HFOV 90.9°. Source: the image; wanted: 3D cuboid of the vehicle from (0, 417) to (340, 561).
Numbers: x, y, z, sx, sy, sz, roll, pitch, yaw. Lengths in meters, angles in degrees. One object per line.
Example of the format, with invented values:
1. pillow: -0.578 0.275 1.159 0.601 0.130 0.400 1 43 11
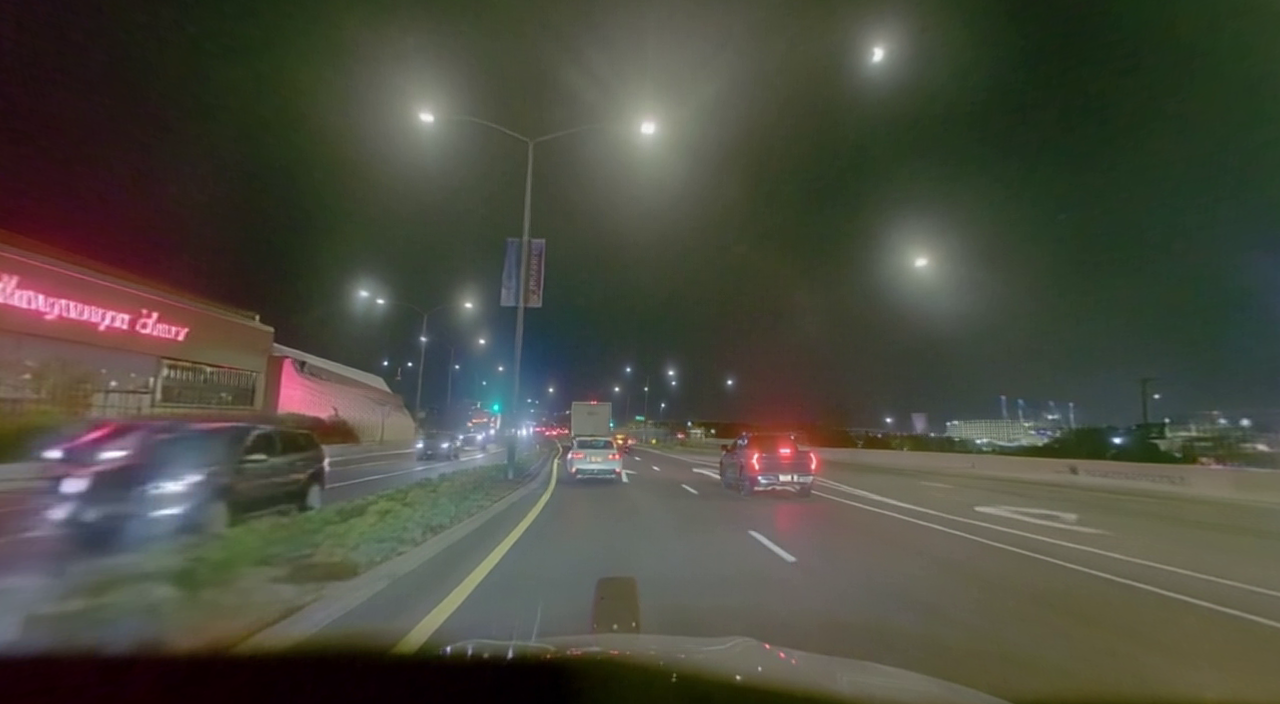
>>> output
1. vehicle: -6.418 1.756 8.996 1.984 1.486 4.708 0 -8 -1

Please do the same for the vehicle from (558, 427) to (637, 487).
1. vehicle: -1.268 2.883 17.633 1.991 1.472 3.518 1 -8 -7

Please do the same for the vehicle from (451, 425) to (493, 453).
1. vehicle: -12.453 6.491 47.003 2.165 1.966 5.251 1 -8 -6

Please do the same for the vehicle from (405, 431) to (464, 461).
1. vehicle: -10.928 5.032 33.795 1.993 1.482 4.420 1 -8 -5

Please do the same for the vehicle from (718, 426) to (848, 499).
1. vehicle: 3.181 2.531 14.904 1.889 1.480 3.876 1 -8 -5

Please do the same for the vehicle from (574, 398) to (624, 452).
1. vehicle: -3.001 5.201 44.404 2.917 3.482 6.946 1 -8 -8
